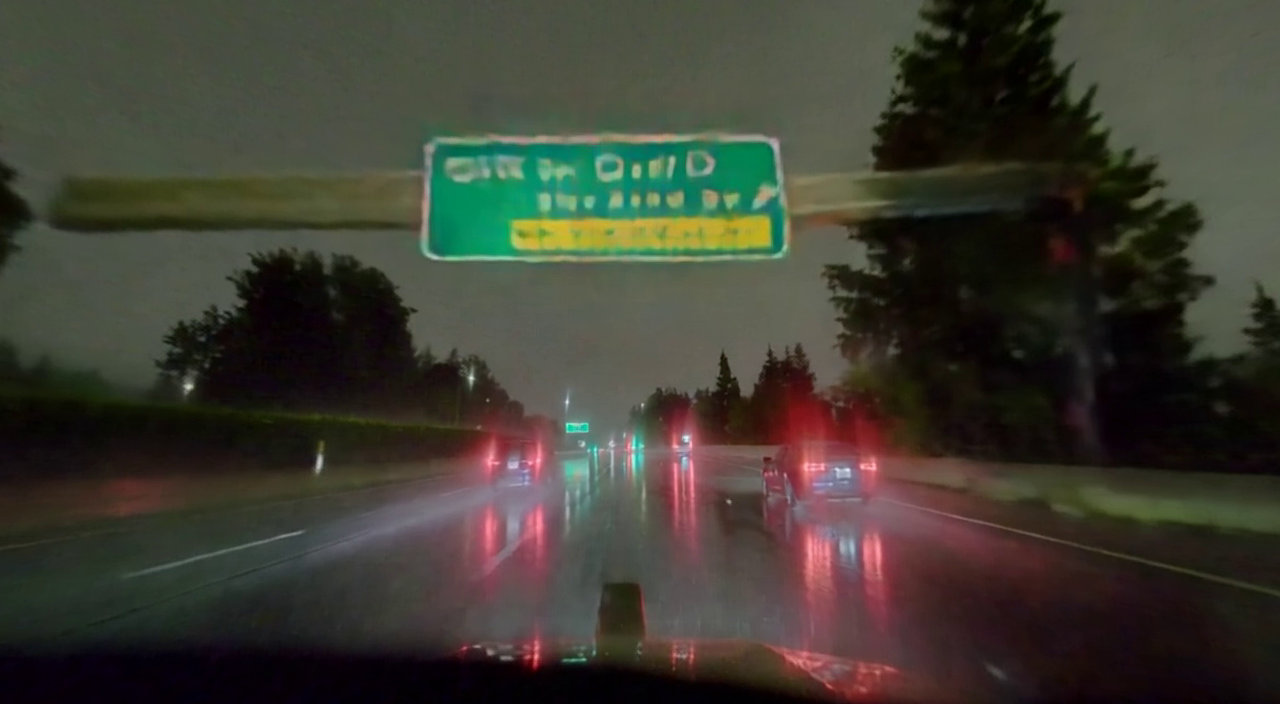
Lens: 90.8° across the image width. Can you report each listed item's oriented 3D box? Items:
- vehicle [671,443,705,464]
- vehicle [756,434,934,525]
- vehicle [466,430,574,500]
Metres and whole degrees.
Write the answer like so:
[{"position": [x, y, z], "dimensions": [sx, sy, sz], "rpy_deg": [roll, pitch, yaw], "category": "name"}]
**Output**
[{"position": [3.389, 7.259, 45.264], "dimensions": [2.021, 1.447, 3.985], "rpy_deg": [0, -9, -1], "category": "vehicle"}, {"position": [3.697, 2.372, 12.341], "dimensions": [1.947, 1.437, 4.345], "rpy_deg": [0, -9, -1], "category": "vehicle"}, {"position": [-3.293, 3.219, 18.351], "dimensions": [2.244, 1.755, 4.417], "rpy_deg": [0, -9, 1], "category": "vehicle"}]
